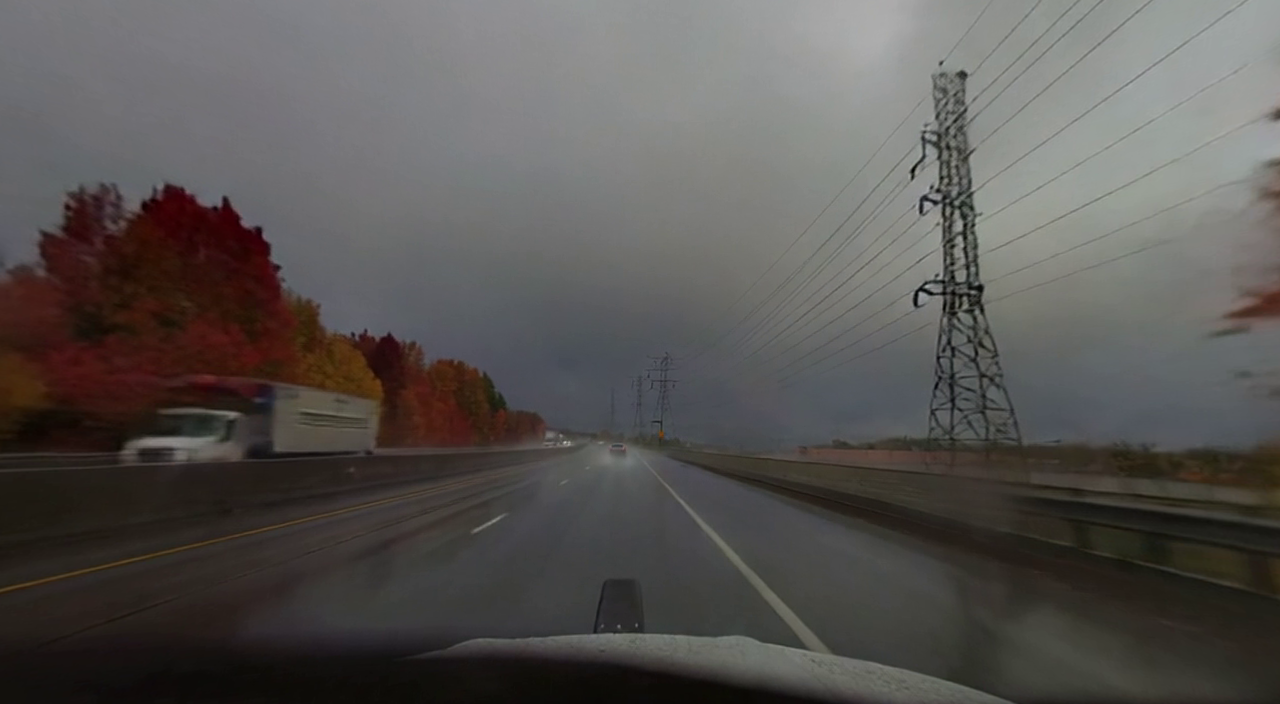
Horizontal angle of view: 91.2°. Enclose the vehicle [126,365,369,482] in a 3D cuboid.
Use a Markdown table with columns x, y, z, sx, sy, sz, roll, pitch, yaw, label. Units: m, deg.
| x | y | z | sx | sy | sz | roll | pitch | yaw | label |
| --- | --- | --- | --- | --- | --- | --- | --- | --- | --- |
| -15.866 | 3.314 | 27.241 | 3.006 | 3.924 | 11.966 | 0 | -9 | -1 | vehicle |
